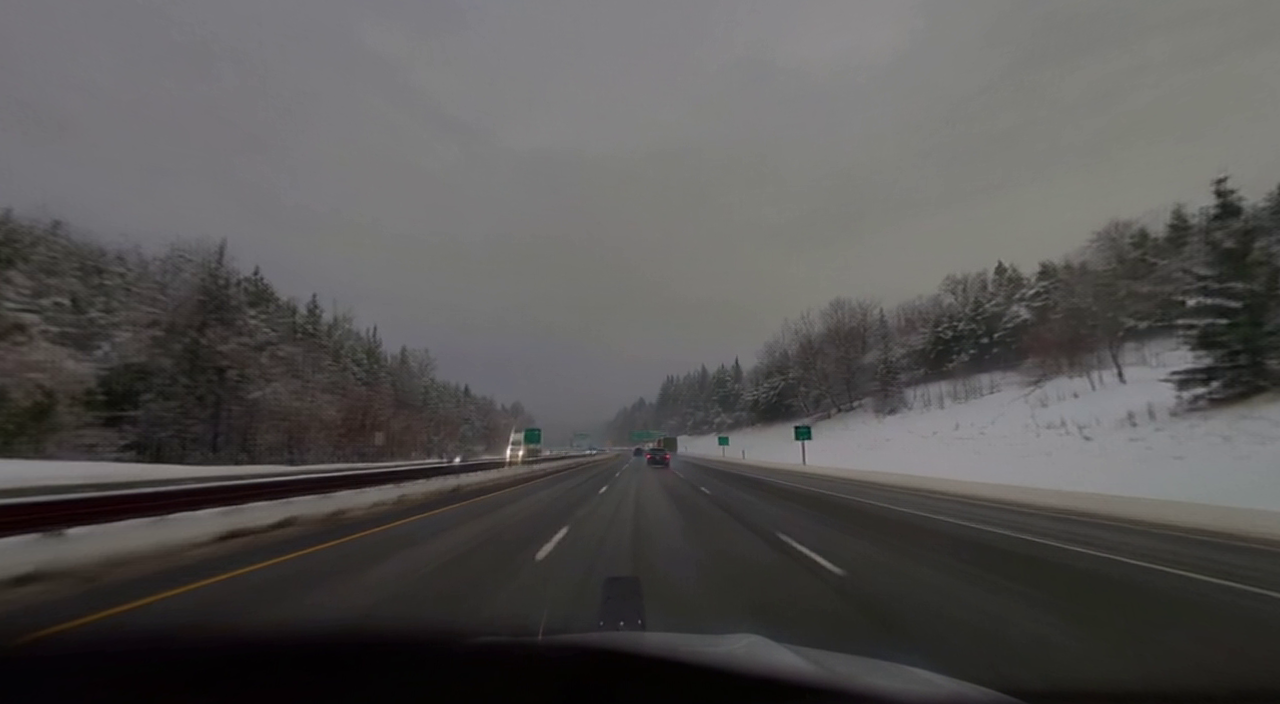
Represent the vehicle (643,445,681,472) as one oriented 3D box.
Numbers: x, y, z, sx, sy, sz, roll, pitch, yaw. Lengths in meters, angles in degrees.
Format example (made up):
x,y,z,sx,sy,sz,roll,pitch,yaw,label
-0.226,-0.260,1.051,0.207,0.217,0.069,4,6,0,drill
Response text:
x,y,z,sx,sy,sz,roll,pitch,yaw,label
1.336,6.742,40.075,2.231,1.652,4.503,0,-9,-1,vehicle
